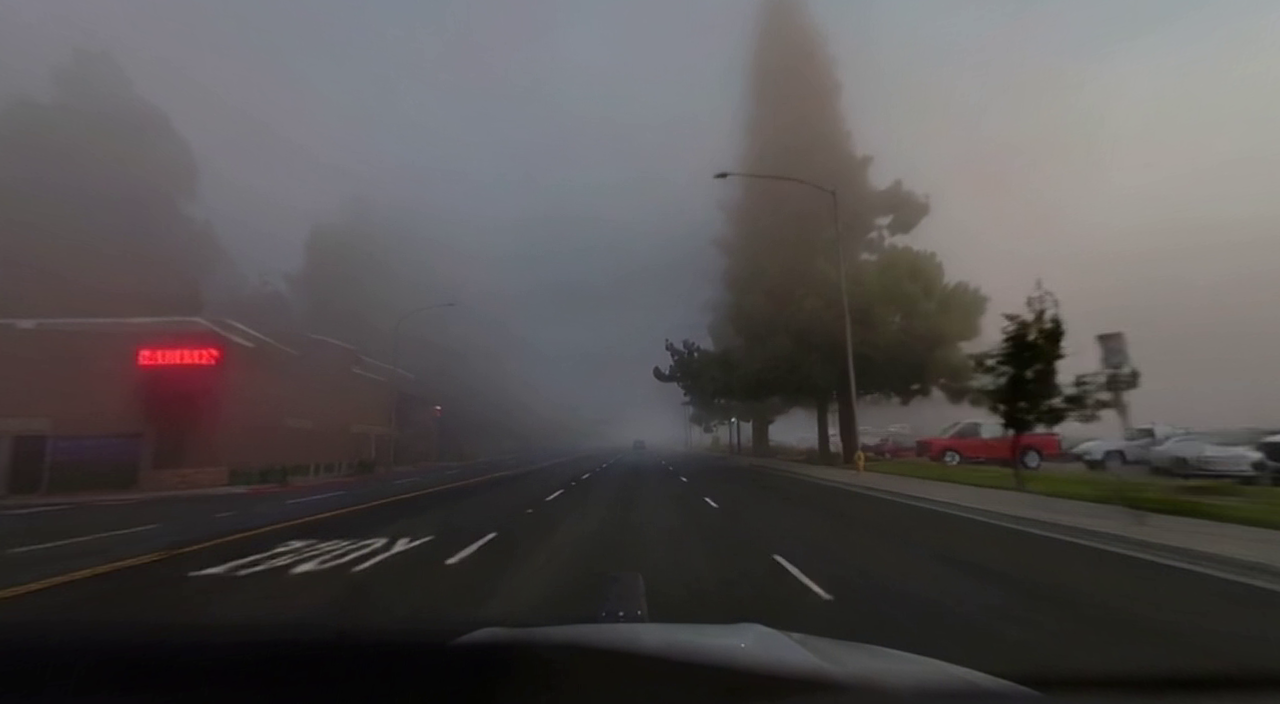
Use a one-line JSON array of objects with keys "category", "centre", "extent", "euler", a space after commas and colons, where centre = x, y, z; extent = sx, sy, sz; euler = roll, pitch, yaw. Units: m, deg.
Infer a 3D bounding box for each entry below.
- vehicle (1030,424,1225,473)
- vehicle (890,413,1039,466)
[{"category": "vehicle", "centre": [15.977, 3.192, 20.918], "extent": [4.634, 1.512, 2.178], "euler": [0, -8, -1]}, {"category": "vehicle", "centre": [15.598, 4.226, 30.644], "extent": [5.797, 2.052, 2.329], "euler": [-4, -8, 1]}]
